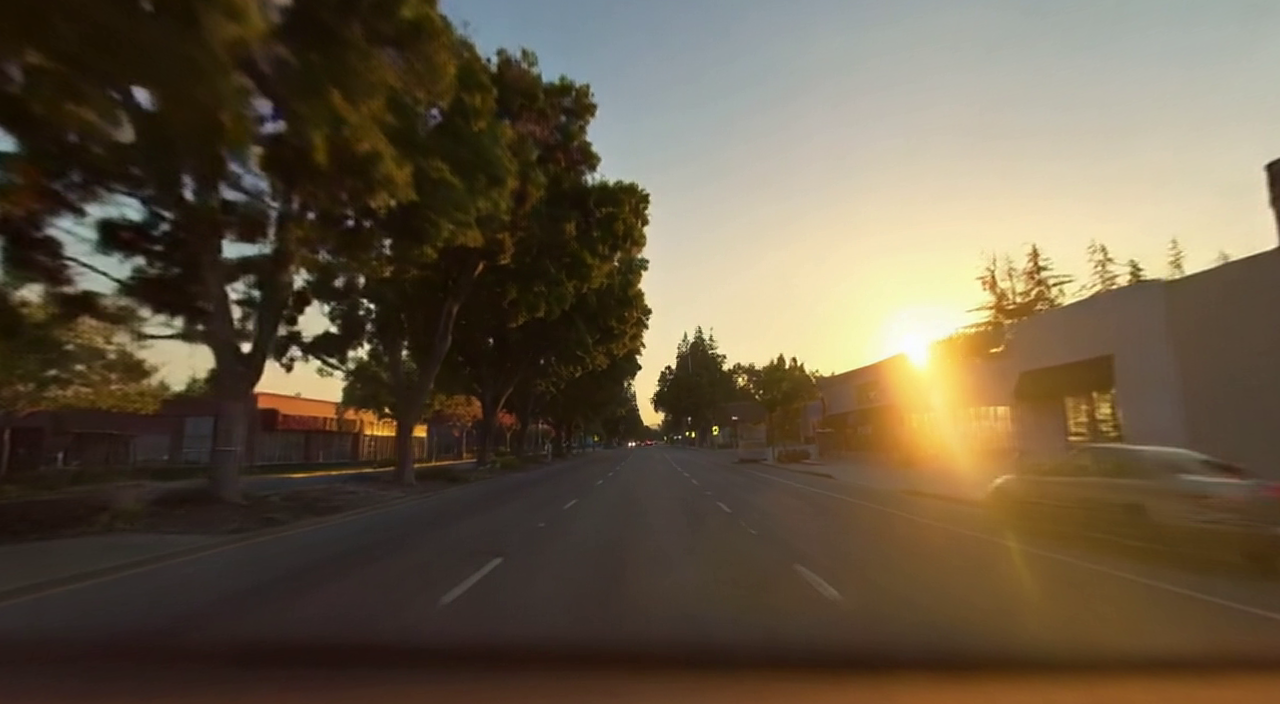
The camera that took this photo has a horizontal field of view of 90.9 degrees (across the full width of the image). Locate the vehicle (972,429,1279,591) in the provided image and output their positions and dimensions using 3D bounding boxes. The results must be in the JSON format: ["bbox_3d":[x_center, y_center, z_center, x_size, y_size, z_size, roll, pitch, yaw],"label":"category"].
[{"bbox_3d":[6.582,1.830,8.296,1.923,1.498,4.676,1,-8,1],"label":"vehicle"}]
